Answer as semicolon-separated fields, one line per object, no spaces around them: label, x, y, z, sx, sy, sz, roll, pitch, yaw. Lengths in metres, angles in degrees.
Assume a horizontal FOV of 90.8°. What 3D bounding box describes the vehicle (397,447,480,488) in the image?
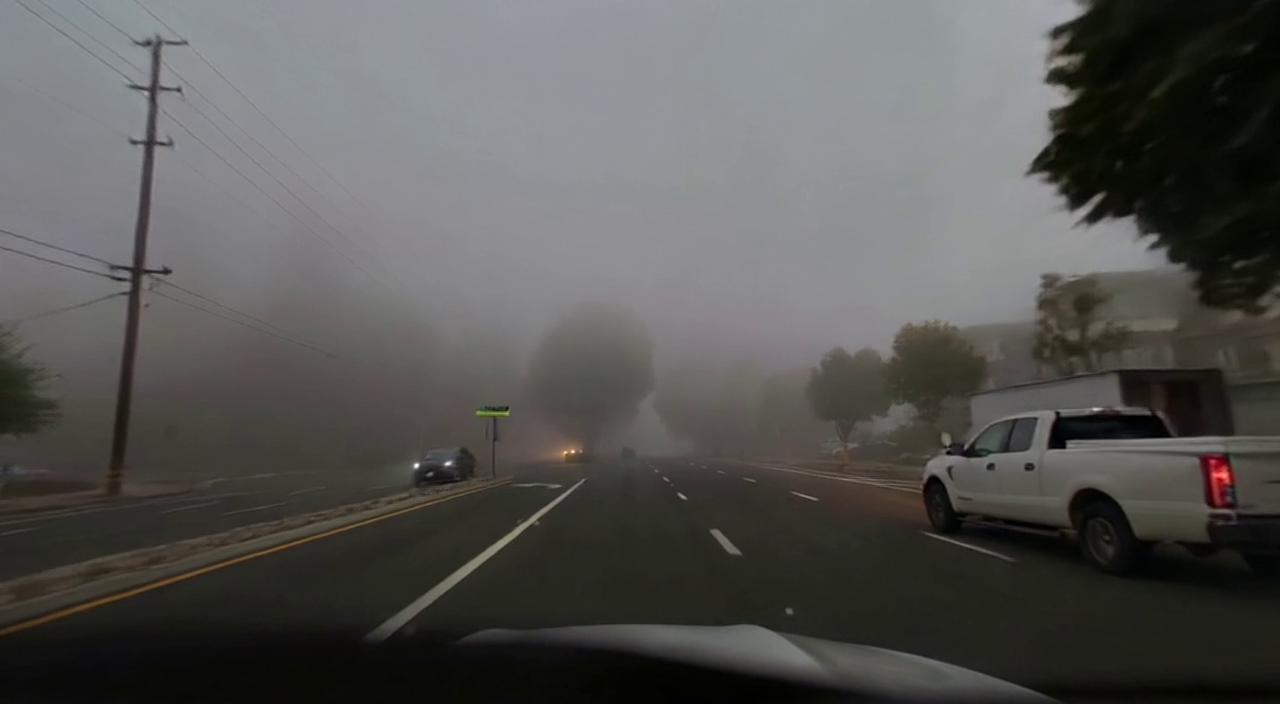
vehicle;-8.642;4.954;27.540;2.140;1.609;4.460;0;-9;0

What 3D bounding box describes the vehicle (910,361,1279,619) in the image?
vehicle;6.019;1.495;7.921;2.493;1.956;6.125;0;-9;-1
